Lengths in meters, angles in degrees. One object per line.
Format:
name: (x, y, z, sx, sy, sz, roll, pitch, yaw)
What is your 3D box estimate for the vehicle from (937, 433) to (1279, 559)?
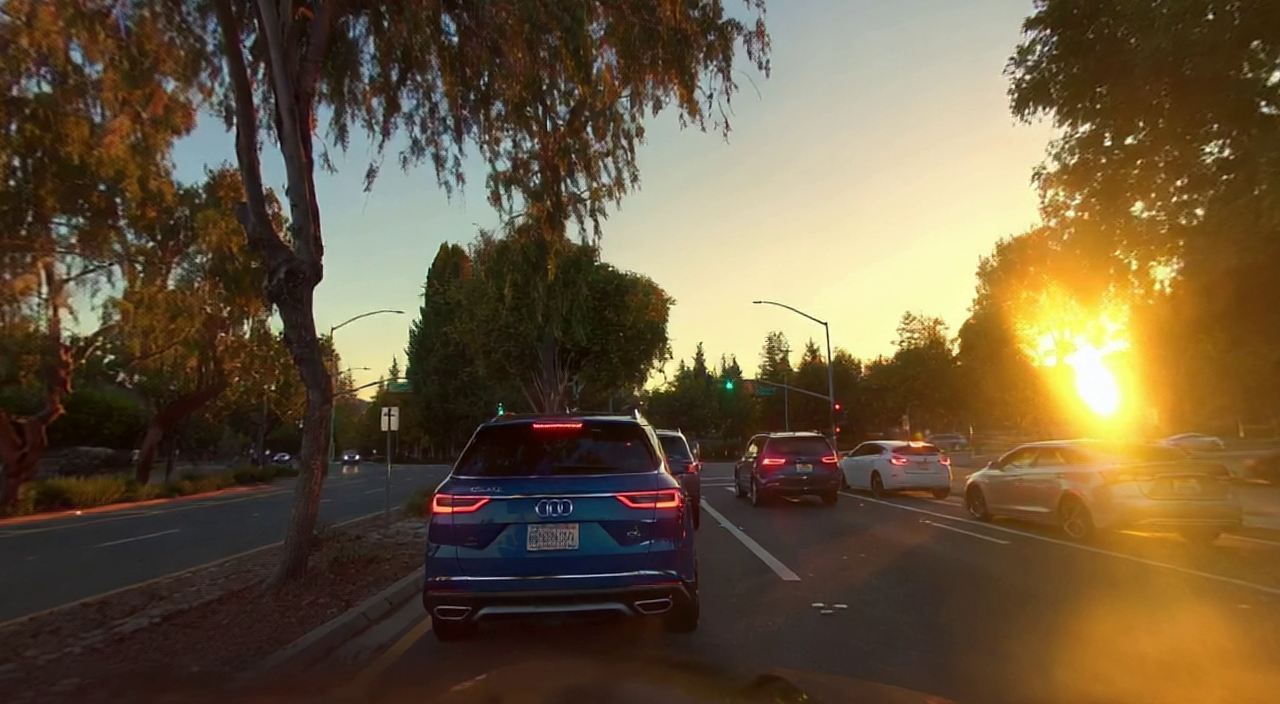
vehicle: (6.583, 2.017, 9.656, 1.894, 1.445, 4.565, 0, -9, 0)

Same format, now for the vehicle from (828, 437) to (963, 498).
vehicle: (6.960, 3.186, 17.792, 1.890, 1.489, 4.415, 0, -9, -1)

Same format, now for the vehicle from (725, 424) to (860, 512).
vehicle: (3.259, 2.580, 14.474, 1.963, 1.682, 4.407, 0, -9, 0)

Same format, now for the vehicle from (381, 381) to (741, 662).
vehicle: (-0.433, 1.351, 6.084, 2.201, 1.709, 4.271, 0, -9, 1)
